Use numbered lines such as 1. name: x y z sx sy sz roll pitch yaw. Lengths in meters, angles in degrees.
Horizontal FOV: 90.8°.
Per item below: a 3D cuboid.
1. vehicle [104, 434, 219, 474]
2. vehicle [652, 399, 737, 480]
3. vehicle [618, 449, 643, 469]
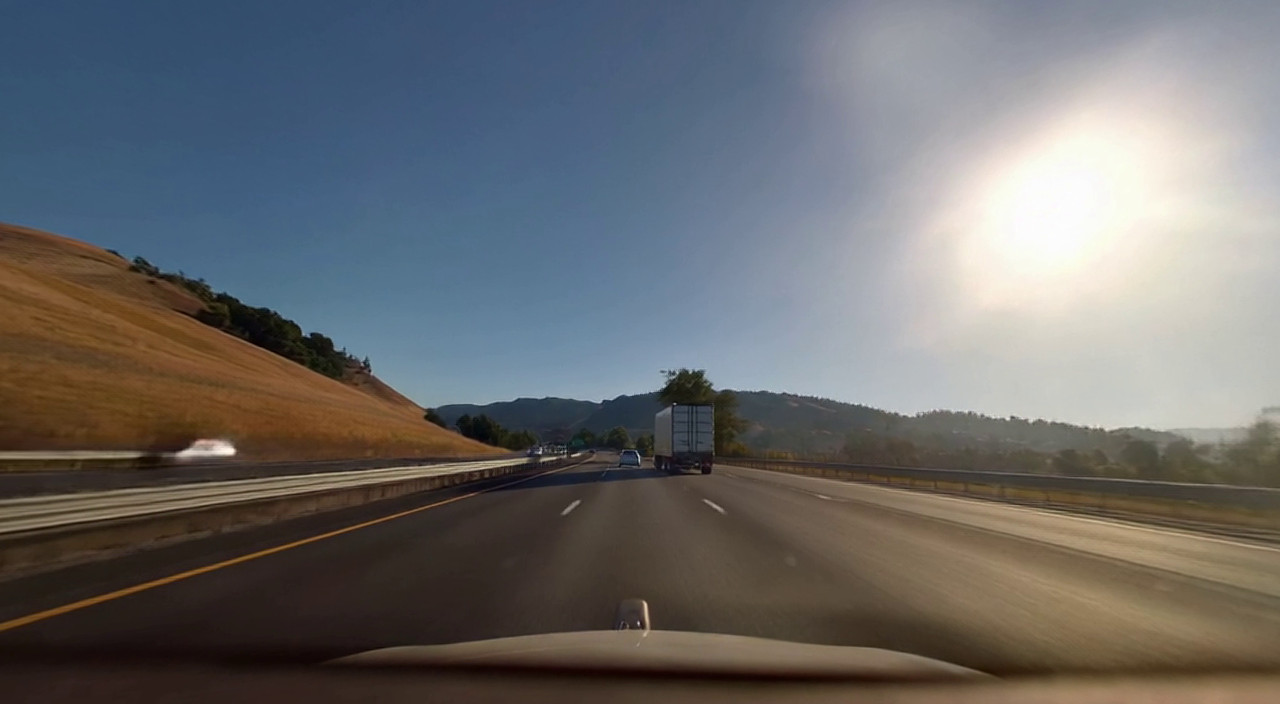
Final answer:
1. vehicle: -19.156 4.111 25.484 1.738 1.468 3.650 0 -9 0
2. vehicle: 2.966 5.775 40.836 3.462 4.177 16.311 0 -9 -2
3. vehicle: -0.724 8.194 48.500 1.898 1.438 4.053 0 -9 -1
